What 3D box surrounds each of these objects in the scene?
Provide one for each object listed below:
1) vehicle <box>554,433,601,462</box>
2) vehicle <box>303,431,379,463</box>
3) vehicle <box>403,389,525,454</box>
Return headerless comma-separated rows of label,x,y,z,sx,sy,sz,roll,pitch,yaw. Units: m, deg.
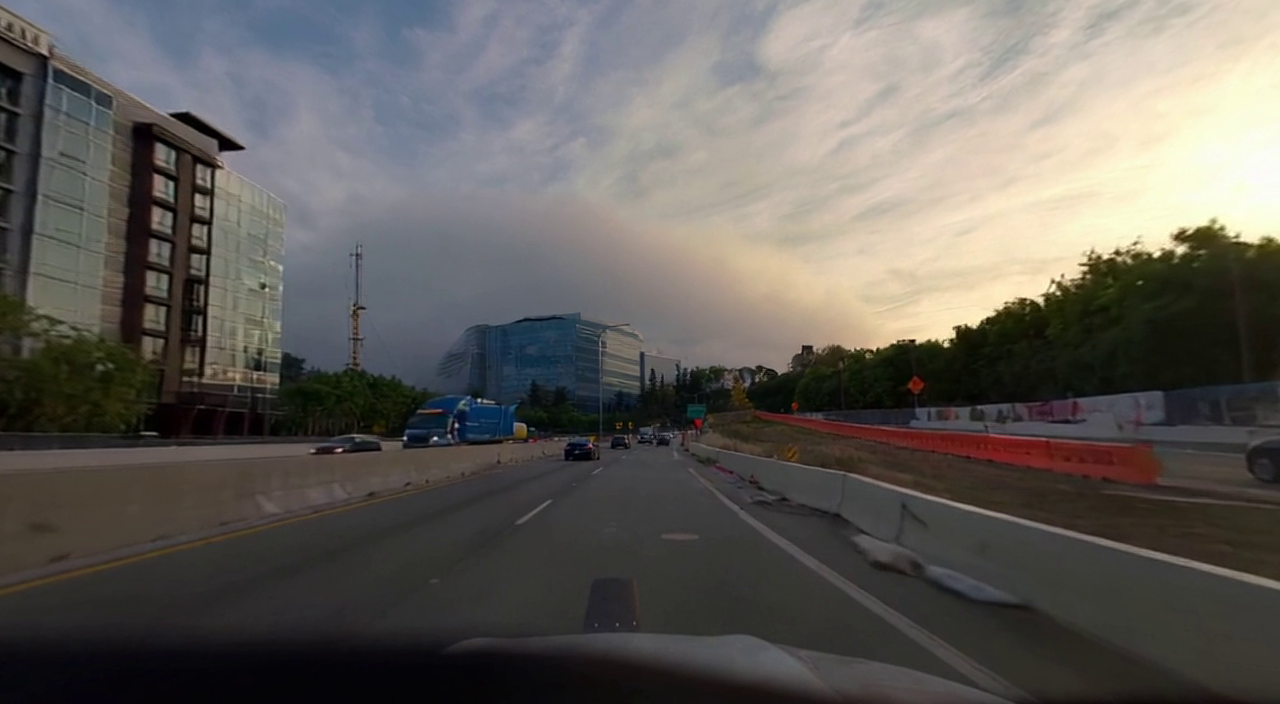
vehicle,-3.160,4.895,32.554,1.848,1.406,4.013,0,-8,2
vehicle,-16.308,5.165,34.598,1.874,1.612,4.303,0,-8,4
vehicle,-12.222,5.335,46.677,3.408,3.933,16.893,0,-8,3
